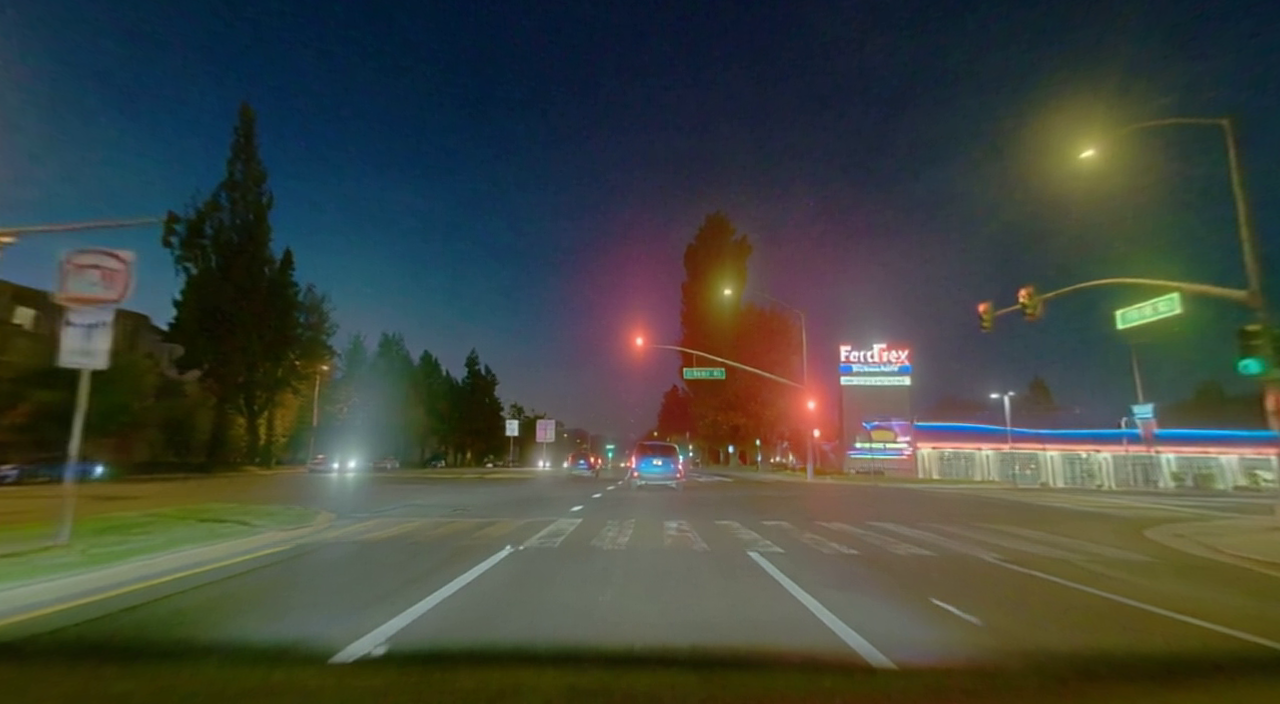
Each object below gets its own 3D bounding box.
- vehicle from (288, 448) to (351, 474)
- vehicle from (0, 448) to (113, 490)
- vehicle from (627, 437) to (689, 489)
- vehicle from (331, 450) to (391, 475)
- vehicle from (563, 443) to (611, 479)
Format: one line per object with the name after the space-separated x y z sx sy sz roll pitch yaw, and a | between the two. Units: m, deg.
-24.728 8.419 49.005 2.182 1.906 5.364 0 -9 -1 | vehicle
-24.544 4.658 25.558 2.030 1.522 5.068 0 -9 0 | vehicle
0.683 4.480 25.838 2.273 1.909 5.075 0 -9 0 | vehicle
-19.379 7.656 44.143 1.948 1.586 4.962 0 -9 0 | vehicle
-2.875 6.030 35.235 2.202 1.856 4.516 0 -9 1 | vehicle
